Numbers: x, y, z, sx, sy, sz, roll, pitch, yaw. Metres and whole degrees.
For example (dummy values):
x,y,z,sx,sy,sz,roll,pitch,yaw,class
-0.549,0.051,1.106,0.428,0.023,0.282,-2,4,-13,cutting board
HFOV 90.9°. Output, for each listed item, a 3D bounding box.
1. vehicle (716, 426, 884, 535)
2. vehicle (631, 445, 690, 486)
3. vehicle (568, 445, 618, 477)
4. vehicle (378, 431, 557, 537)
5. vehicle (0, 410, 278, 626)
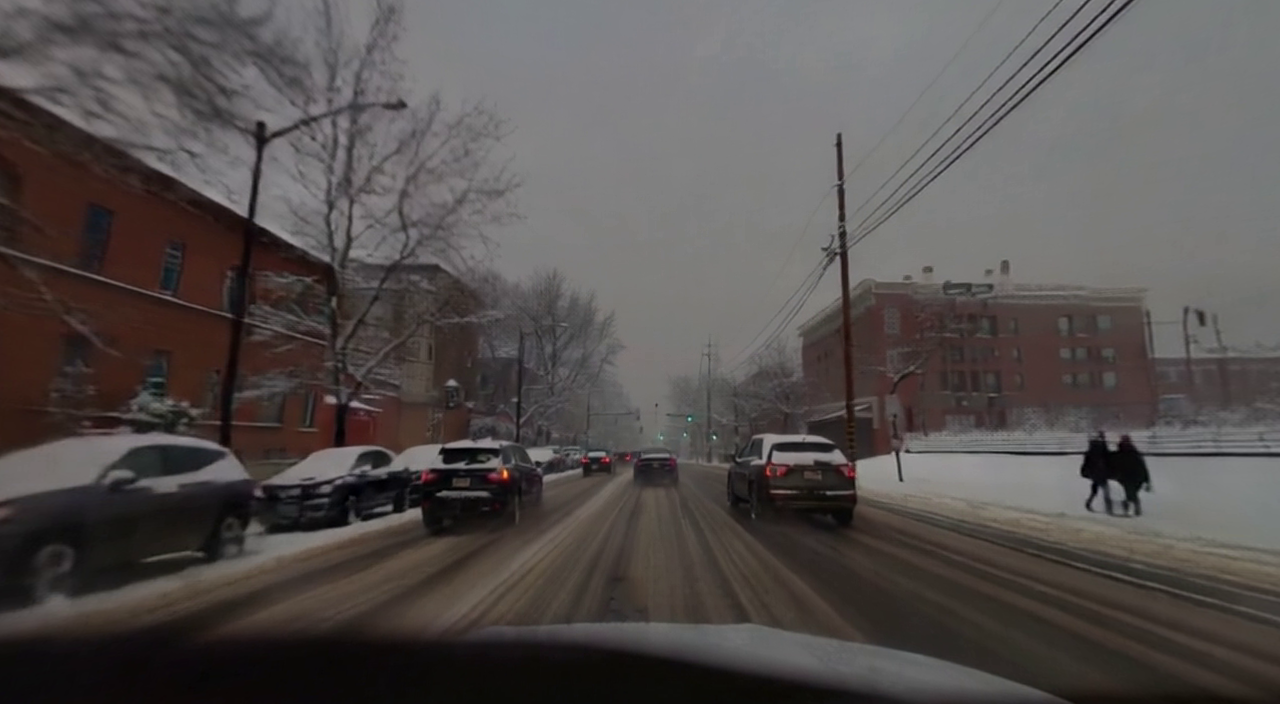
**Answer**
x,y,z,sx,sy,sz,roll,pitch,yaw,class
2.815,2.377,12.296,2.094,1.709,4.394,0,-9,0,vehicle
0.761,4.433,24.984,2.139,1.466,4.373,0,-9,1,vehicle
-2.299,5.521,32.167,2.019,1.507,4.643,-1,-9,2,vehicle
-2.960,2.362,11.866,2.085,1.619,3.976,-1,-9,2,vehicle
-5.996,1.563,6.600,1.867,1.692,4.188,0,-9,0,vehicle
